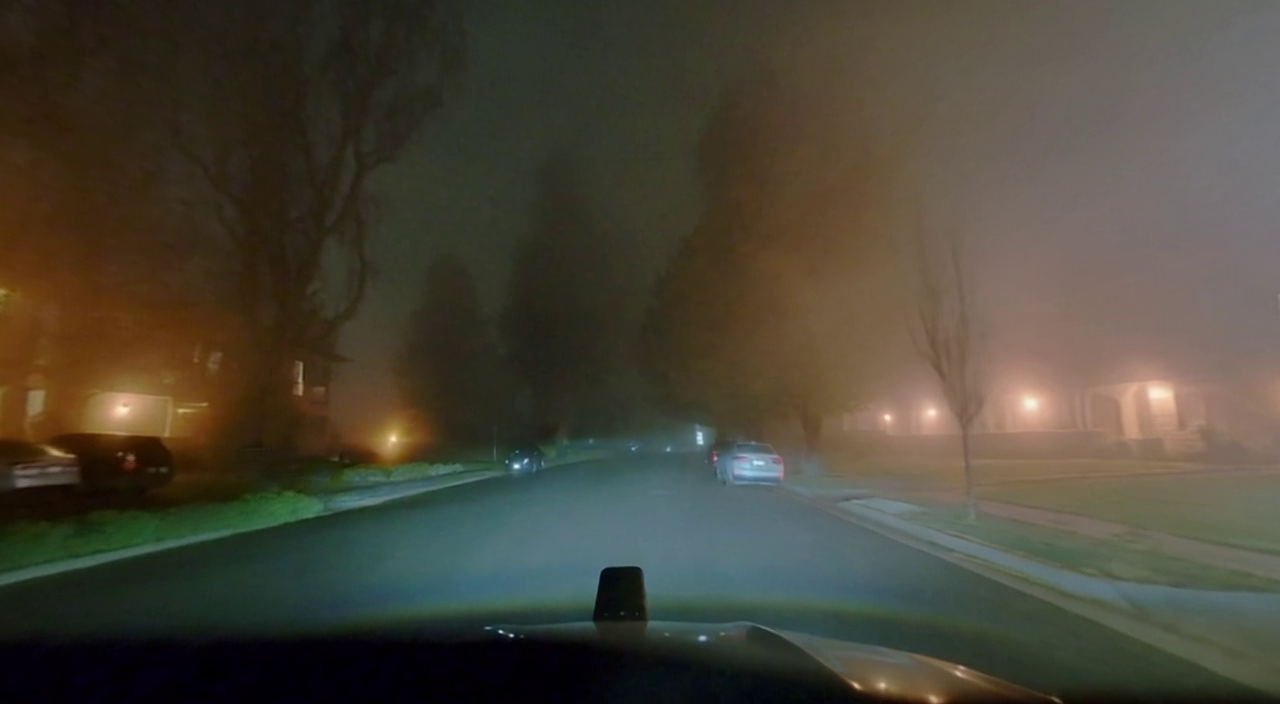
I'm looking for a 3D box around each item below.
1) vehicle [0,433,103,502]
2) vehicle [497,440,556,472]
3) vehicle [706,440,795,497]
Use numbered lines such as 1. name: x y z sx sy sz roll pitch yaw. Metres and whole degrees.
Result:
1. vehicle: -15.666 2.687 14.891 4.344 1.483 1.928 -1 -8 8
2. vehicle: -5.996 5.612 33.700 1.943 1.433 4.717 -6 -11 4
3. vehicle: 3.099 3.350 18.672 2.088 1.429 4.796 -1 -8 4
